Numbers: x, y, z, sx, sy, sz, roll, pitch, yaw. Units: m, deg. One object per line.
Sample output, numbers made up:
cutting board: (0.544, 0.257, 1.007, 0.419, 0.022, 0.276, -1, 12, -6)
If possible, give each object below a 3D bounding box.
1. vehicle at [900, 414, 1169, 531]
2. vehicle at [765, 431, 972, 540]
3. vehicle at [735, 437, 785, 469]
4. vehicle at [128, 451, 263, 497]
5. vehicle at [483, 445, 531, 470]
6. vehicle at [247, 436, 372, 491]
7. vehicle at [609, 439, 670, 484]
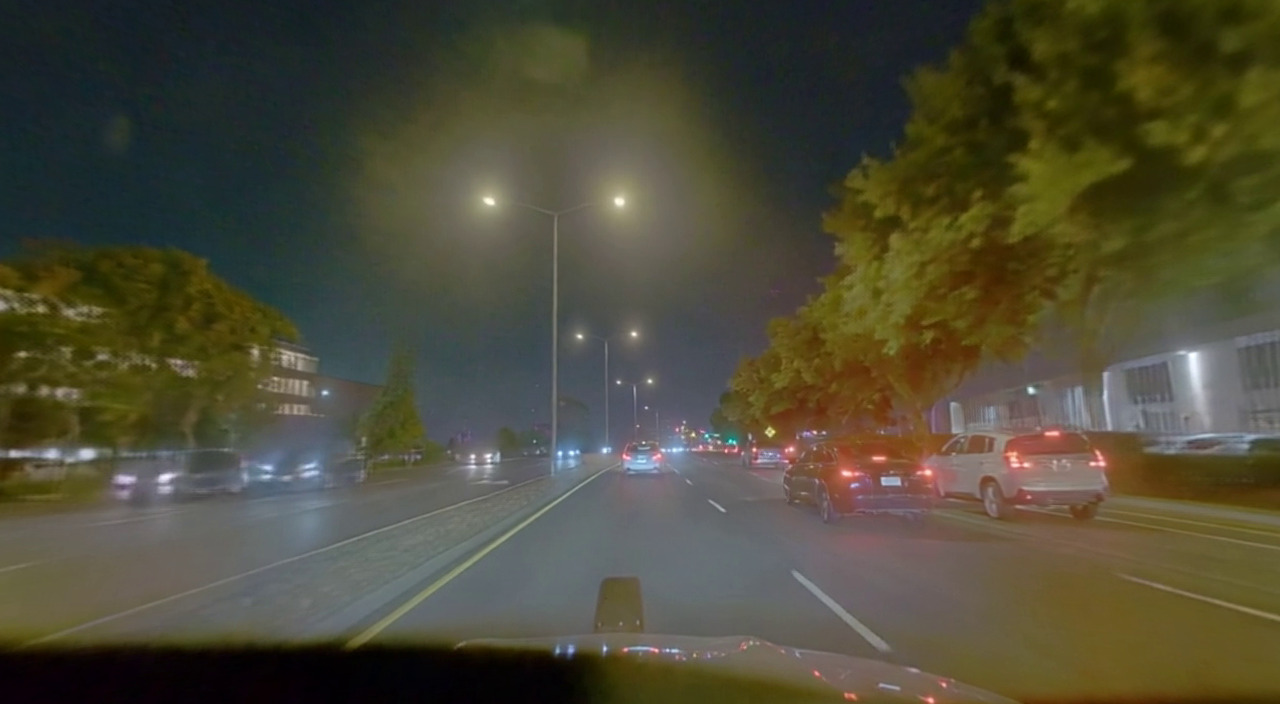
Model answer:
vehicle: (7.110, 2.222, 12.194, 2.134, 1.810, 4.590, 0, -9, -1)
vehicle: (3.557, 2.151, 10.798, 1.858, 1.466, 4.230, 0, -9, -1)
vehicle: (7.105, 6.063, 37.915, 2.068, 1.779, 4.567, 0, -9, -1)
vehicle: (-16.159, 4.412, 23.294, 1.878, 1.497, 4.180, 0, -9, 0)
vehicle: (-8.320, 6.593, 39.796, 1.993, 1.458, 4.614, -1, -9, 0)
vehicle: (-12.231, 4.152, 23.827, 2.034, 1.844, 4.820, 0, -9, 1)
vehicle: (-0.021, 3.861, 22.519, 1.994, 1.479, 3.647, 0, -9, 0)
